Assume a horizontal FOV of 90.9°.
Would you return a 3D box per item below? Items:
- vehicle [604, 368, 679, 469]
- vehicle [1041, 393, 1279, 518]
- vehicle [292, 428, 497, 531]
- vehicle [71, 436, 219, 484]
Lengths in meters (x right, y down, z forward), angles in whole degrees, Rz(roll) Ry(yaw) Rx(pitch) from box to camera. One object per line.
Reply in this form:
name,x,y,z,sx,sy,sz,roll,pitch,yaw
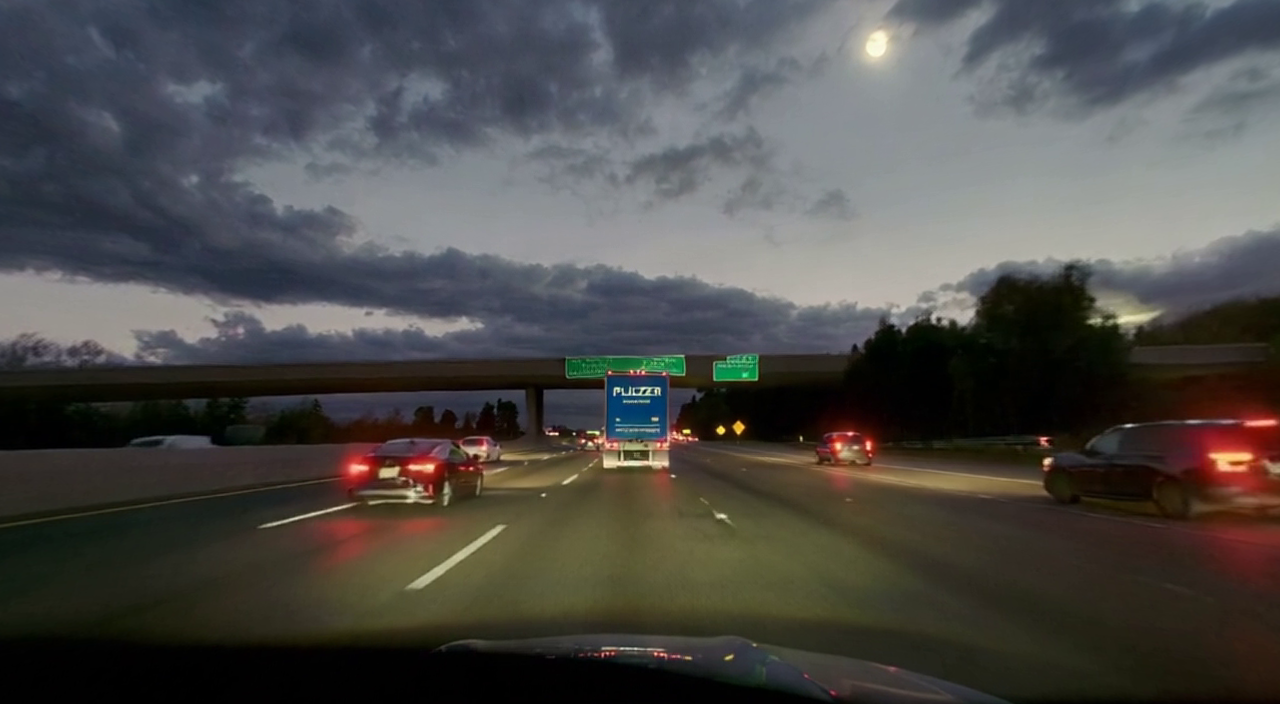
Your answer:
vehicle,-0.114,3.390,30.568,2.926,3.959,11.818,0,-8,-2
vehicle,9.976,1.845,11.637,2.052,1.841,4.481,0,-8,-2
vehicle,-3.979,2.101,11.097,1.943,1.446,4.158,0,-8,0
vehicle,-16.662,3.616,21.522,1.800,1.448,4.094,0,-8,-2
